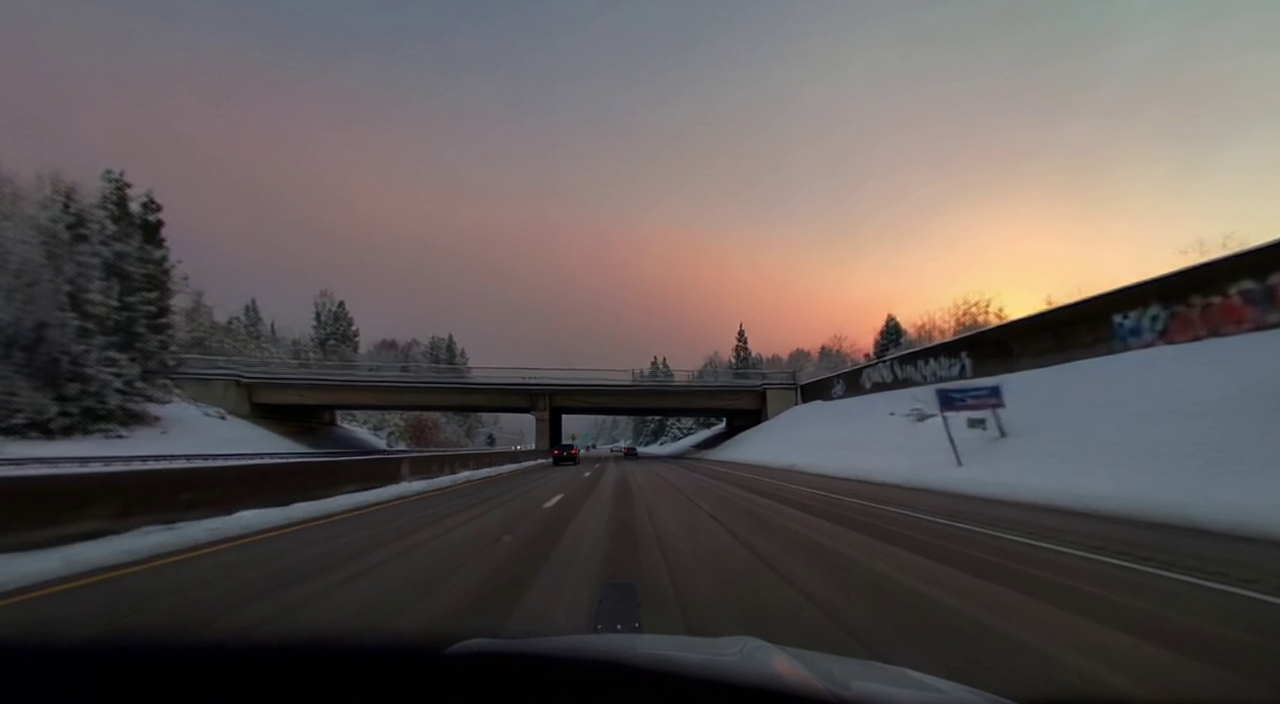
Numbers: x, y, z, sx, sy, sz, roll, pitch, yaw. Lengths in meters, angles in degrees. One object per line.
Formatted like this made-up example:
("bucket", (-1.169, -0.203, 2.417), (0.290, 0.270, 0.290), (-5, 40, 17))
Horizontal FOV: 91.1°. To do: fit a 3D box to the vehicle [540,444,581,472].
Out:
("vehicle", (-4.366, 5.893, 35.004), (1.871, 1.459, 3.771), (0, -9, -2))
